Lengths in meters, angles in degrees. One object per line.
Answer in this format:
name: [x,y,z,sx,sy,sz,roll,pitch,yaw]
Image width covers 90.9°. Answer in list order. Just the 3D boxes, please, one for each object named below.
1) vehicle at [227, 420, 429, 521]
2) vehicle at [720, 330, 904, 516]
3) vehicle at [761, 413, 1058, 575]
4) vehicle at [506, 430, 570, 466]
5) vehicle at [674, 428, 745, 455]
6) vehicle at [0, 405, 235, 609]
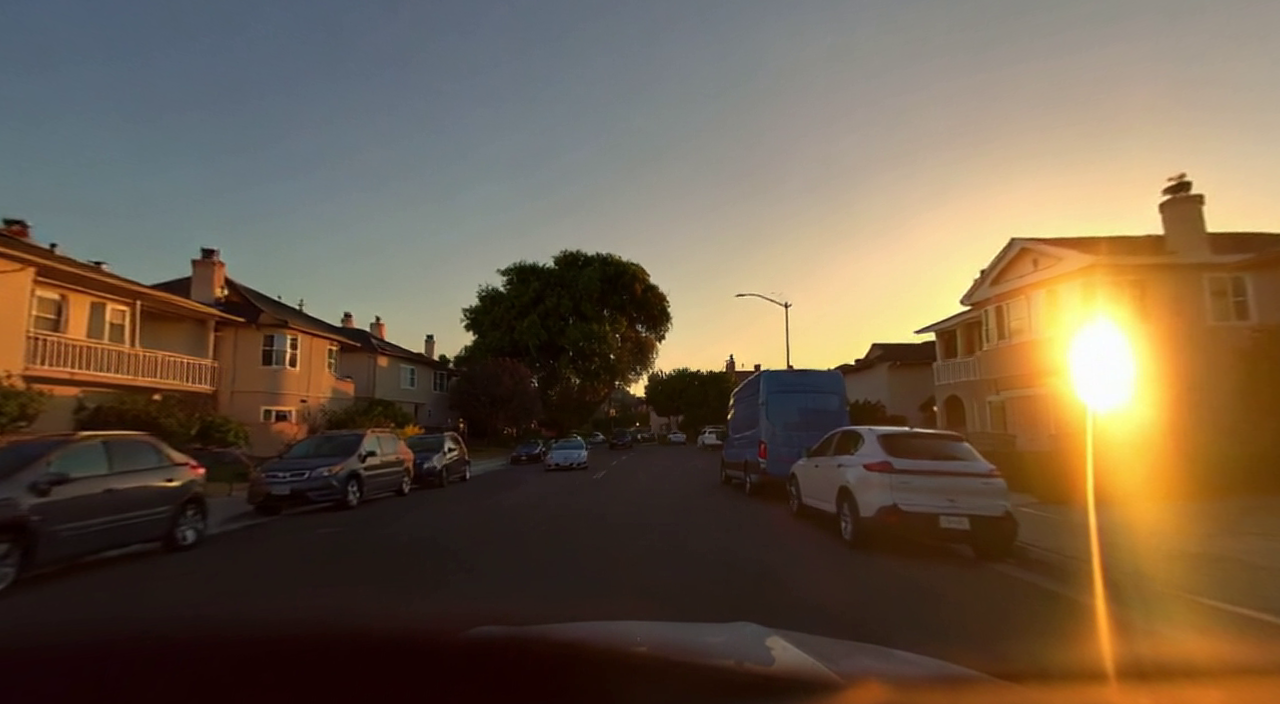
vehicle: [-5.716,2.133,12.137,1.834,1.532,3.628,3,-6,3]
vehicle: [3.256,1.585,13.726,2.317,3.096,6.383,0,-7,1]
vehicle: [2.949,1.619,8.150,1.955,1.500,4.410,0,-8,1]
vehicle: [-4.608,4.367,29.023,1.941,1.515,3.995,-1,-8,6]
vehicle: [4.647,5.970,42.116,4.317,1.453,1.889,0,-8,-28]
vehicle: [-5.804,1.373,5.962,1.734,1.549,3.465,-4,-7,-1]
